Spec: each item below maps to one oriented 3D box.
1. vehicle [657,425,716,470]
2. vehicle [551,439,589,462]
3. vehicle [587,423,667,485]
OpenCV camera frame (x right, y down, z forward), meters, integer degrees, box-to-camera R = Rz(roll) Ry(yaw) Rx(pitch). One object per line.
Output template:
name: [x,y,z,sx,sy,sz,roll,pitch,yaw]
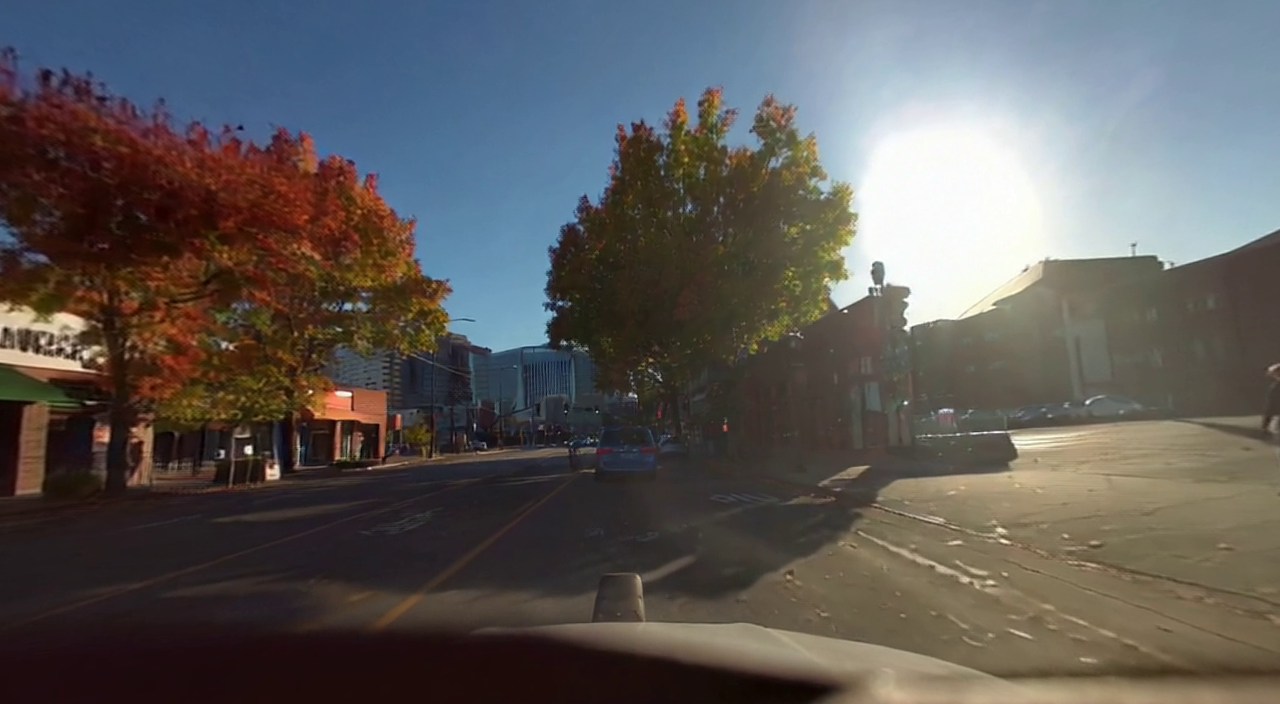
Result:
vehicle: [2.137,4.549,30.239,2.147,1.968,4.478,1,-8,-5]
vehicle: [-4.590,6.533,41.922,2.096,1.415,4.515,0,-8,-1]
vehicle: [-0.427,3.170,19.871,2.274,1.736,4.083,0,-8,-2]
